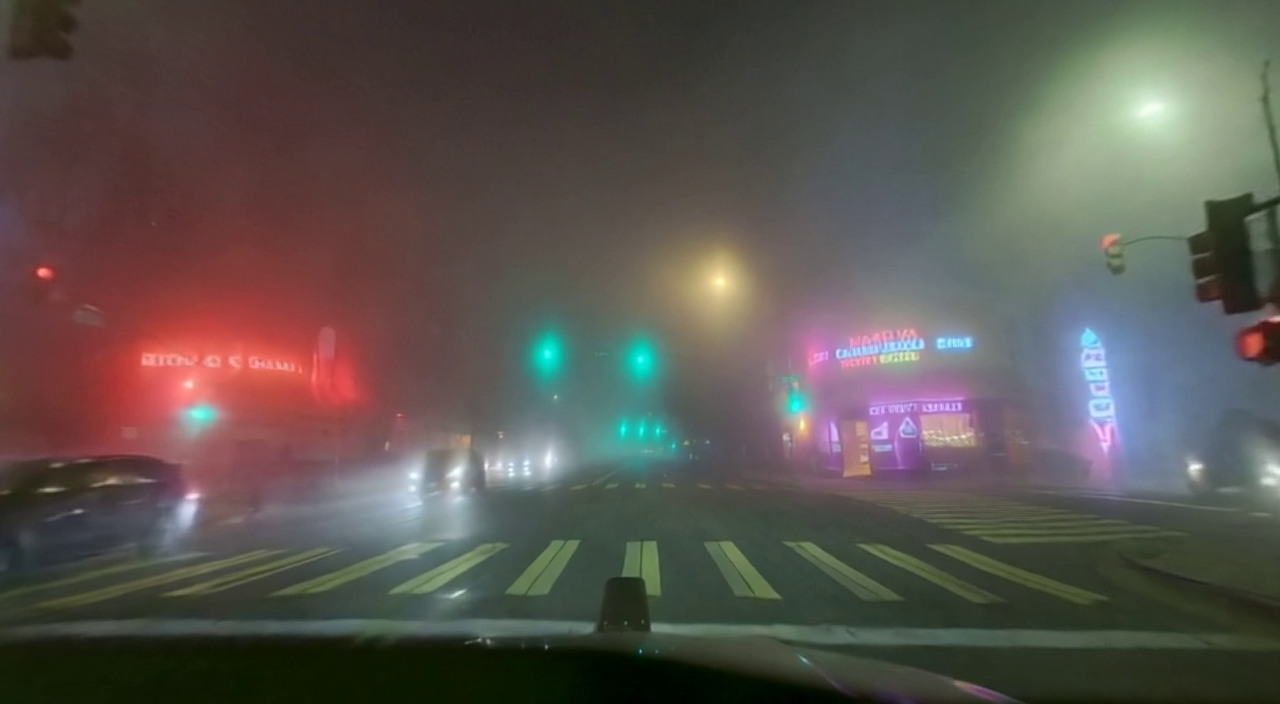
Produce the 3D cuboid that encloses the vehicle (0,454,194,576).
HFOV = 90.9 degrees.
[{"bbox_3d":[-9.378,2.370,9.685,2.071,1.534,4.025,0,-8,0],"label":"vehicle"}]

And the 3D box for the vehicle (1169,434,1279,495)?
[{"bbox_3d":[16.933,2.903,16.446,4.525,1.471,1.889,0,-9,0],"label":"vehicle"}]

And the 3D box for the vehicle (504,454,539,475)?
[{"bbox_3d":[-9.190,8.708,49.033,1.913,1.457,4.048,0,-8,1],"label":"vehicle"}]

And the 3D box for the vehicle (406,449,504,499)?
[{"bbox_3d":[-6.154,4.090,21.542,2.007,1.478,4.328,0,-8,1],"label":"vehicle"}]
